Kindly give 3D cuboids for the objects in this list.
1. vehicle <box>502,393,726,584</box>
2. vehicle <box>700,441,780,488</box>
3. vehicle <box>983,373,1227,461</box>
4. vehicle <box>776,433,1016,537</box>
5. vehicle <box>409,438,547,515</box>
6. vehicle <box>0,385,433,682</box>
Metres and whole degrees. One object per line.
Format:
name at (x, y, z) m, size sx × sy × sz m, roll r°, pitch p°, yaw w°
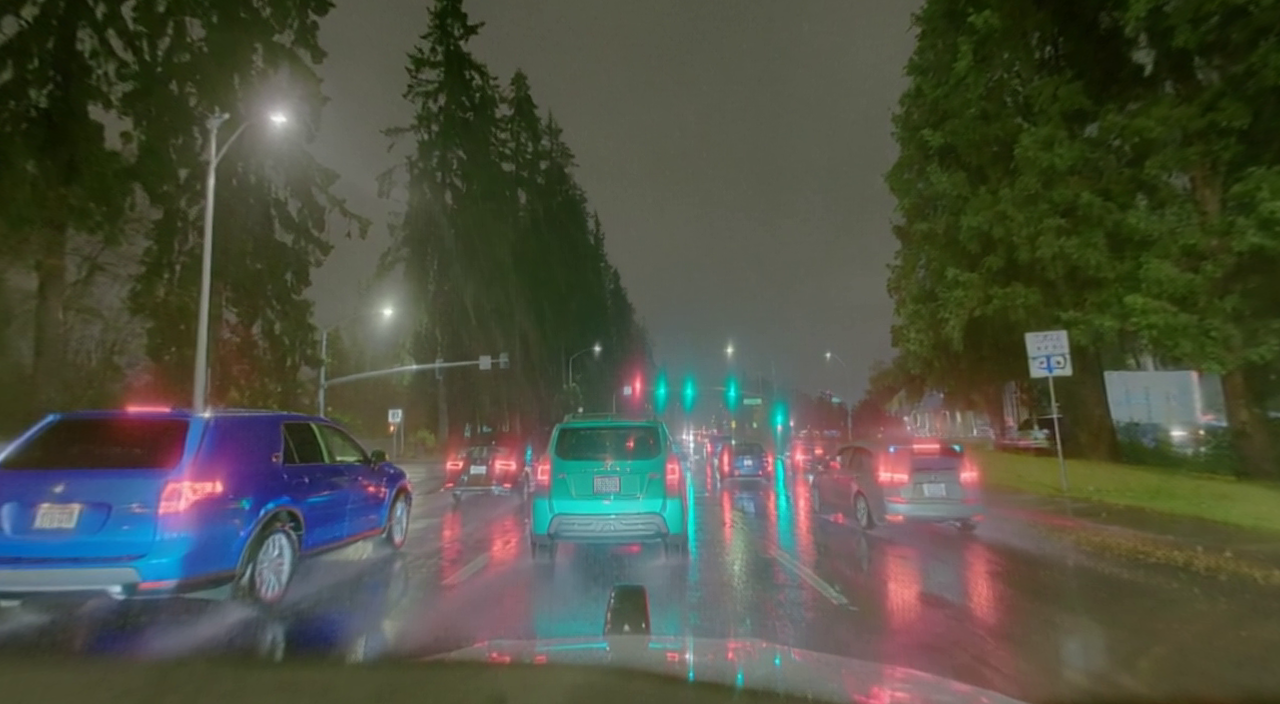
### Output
vehicle at (-0.224, 1.639, 8.356) m, size 2.132 × 1.816 × 4.471 m, roll 0°, pitch -8°, yaw 1°
vehicle at (3.304, 3.823, 21.765) m, size 1.996 × 1.443 × 4.270 m, roll 0°, pitch -8°, yaw -1°
vehicle at (17.858, 2.571, 24.573) m, size 7.314 × 3.230 × 2.680 m, roll 0°, pitch -8°, yaw -2°
vehicle at (4.261, 2.276, 11.554) m, size 2.036 × 1.480 × 4.659 m, roll 1°, pitch -8°, yaw -6°
vehicle at (-3.452, 2.728, 14.347) m, size 1.897 × 1.479 × 4.204 m, roll 0°, pitch -8°, yaw 2°
vehicle at (-3.702, 1.364, 5.858) m, size 2.039 × 1.709 × 4.265 m, roll 0°, pitch -8°, yaw 1°
